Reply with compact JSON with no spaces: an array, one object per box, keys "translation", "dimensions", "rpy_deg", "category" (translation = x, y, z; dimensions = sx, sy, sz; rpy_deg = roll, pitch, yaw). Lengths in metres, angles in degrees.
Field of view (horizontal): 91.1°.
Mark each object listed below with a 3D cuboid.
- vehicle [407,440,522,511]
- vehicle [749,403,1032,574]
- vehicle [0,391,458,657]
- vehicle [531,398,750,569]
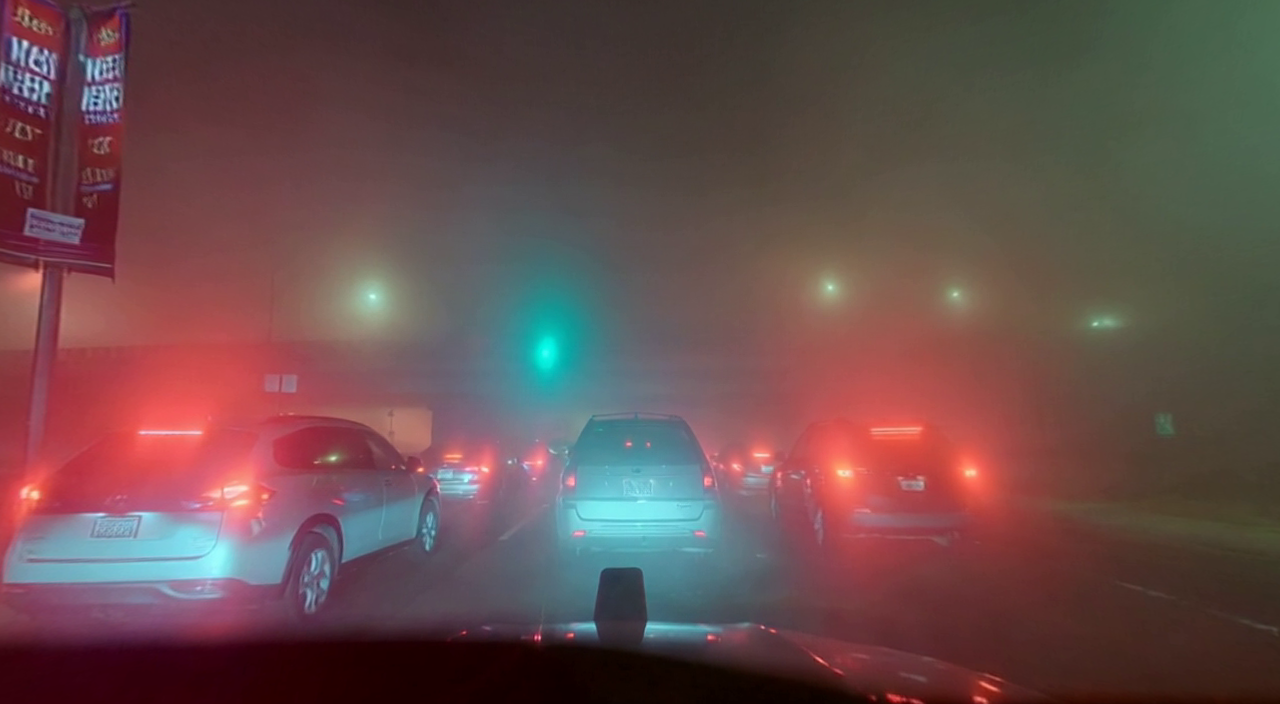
[{"translation":[-4.151,2.947,15.435],"dimensions":[1.797,1.505,3.506],"rpy_deg":[0,-9,0],"category":"vehicle"},{"translation":[3.098,1.806,9.122],"dimensions":[2.016,1.804,4.681],"rpy_deg":[0,-9,-2],"category":"vehicle"},{"translation":[-3.496,1.430,6.273],"dimensions":[2.039,1.709,4.265],"rpy_deg":[0,-9,0],"category":"vehicle"},{"translation":[-0.083,1.773,9.220],"dimensions":[2.409,1.864,4.471],"rpy_deg":[0,-9,-2],"category":"vehicle"}]
